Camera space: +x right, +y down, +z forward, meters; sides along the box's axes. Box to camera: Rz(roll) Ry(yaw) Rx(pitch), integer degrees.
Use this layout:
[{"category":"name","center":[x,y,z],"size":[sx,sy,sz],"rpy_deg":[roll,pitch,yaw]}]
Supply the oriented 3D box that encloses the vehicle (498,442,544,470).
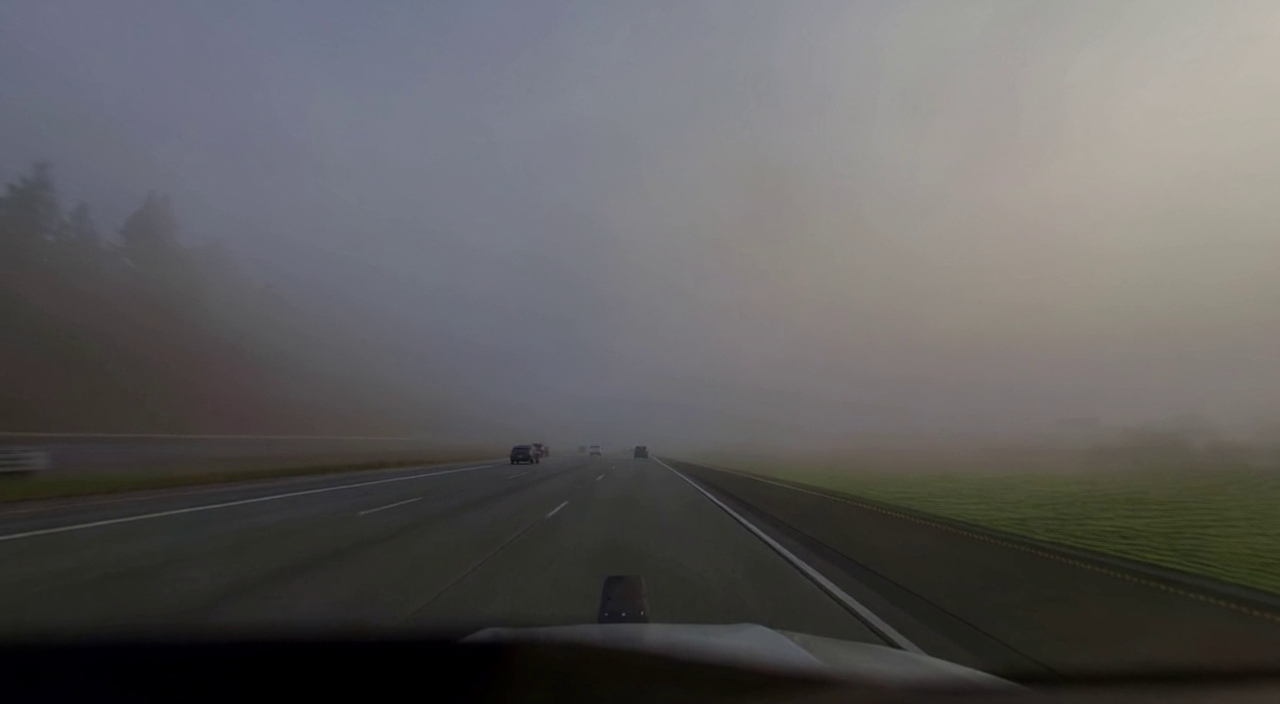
[{"category":"vehicle","center":[-7.171,6.265,38.328],"size":[1.972,1.603,3.891],"rpy_deg":[0,-8,0]}]
